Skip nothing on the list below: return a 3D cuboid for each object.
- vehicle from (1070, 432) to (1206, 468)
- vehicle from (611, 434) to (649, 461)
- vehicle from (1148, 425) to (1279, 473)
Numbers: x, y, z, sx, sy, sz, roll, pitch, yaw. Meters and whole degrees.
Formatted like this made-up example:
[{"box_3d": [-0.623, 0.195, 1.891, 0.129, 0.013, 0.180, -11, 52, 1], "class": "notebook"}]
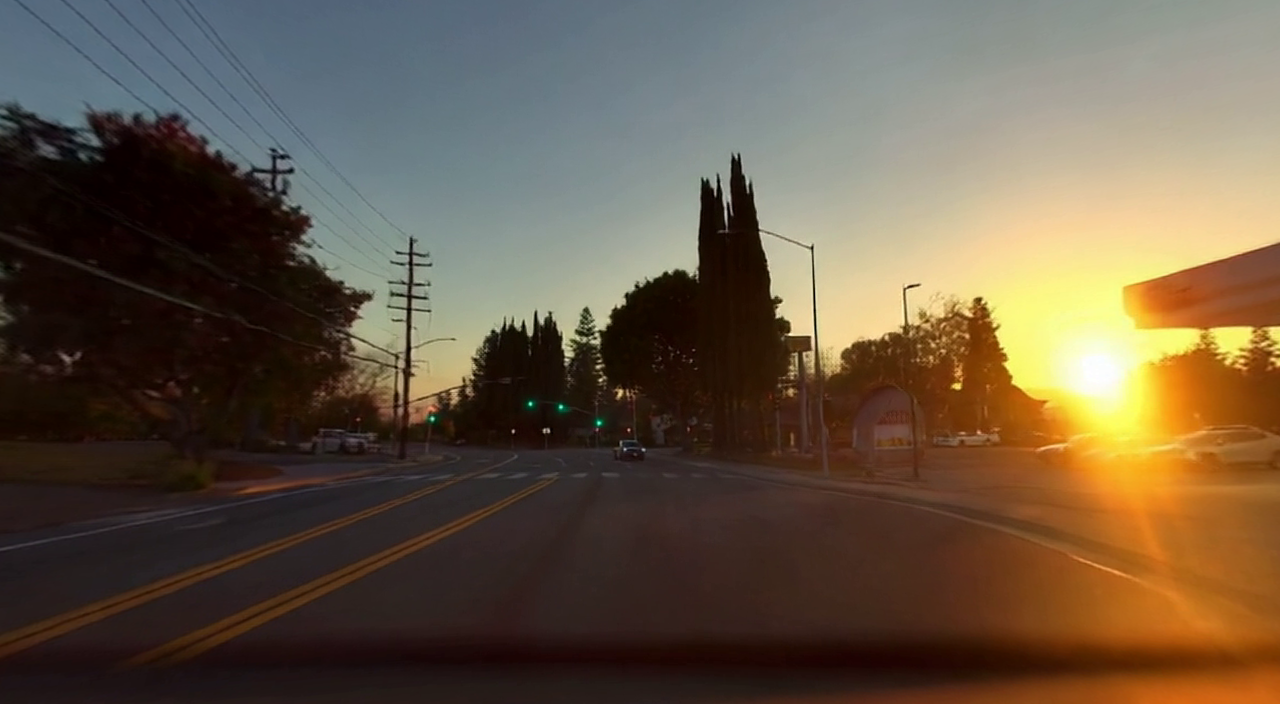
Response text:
[{"box_3d": [22.028, 4.336, 27.867, 4.661, 1.476, 1.943, 1, -9, -9], "class": "vehicle"}, {"box_3d": [-0.805, 7.139, 47.074, 2.300, 1.868, 4.690, 1, -9, -8], "class": "vehicle"}, {"box_3d": [23.255, 3.848, 25.004, 4.594, 1.790, 2.042, 2, -8, -9], "class": "vehicle"}]
